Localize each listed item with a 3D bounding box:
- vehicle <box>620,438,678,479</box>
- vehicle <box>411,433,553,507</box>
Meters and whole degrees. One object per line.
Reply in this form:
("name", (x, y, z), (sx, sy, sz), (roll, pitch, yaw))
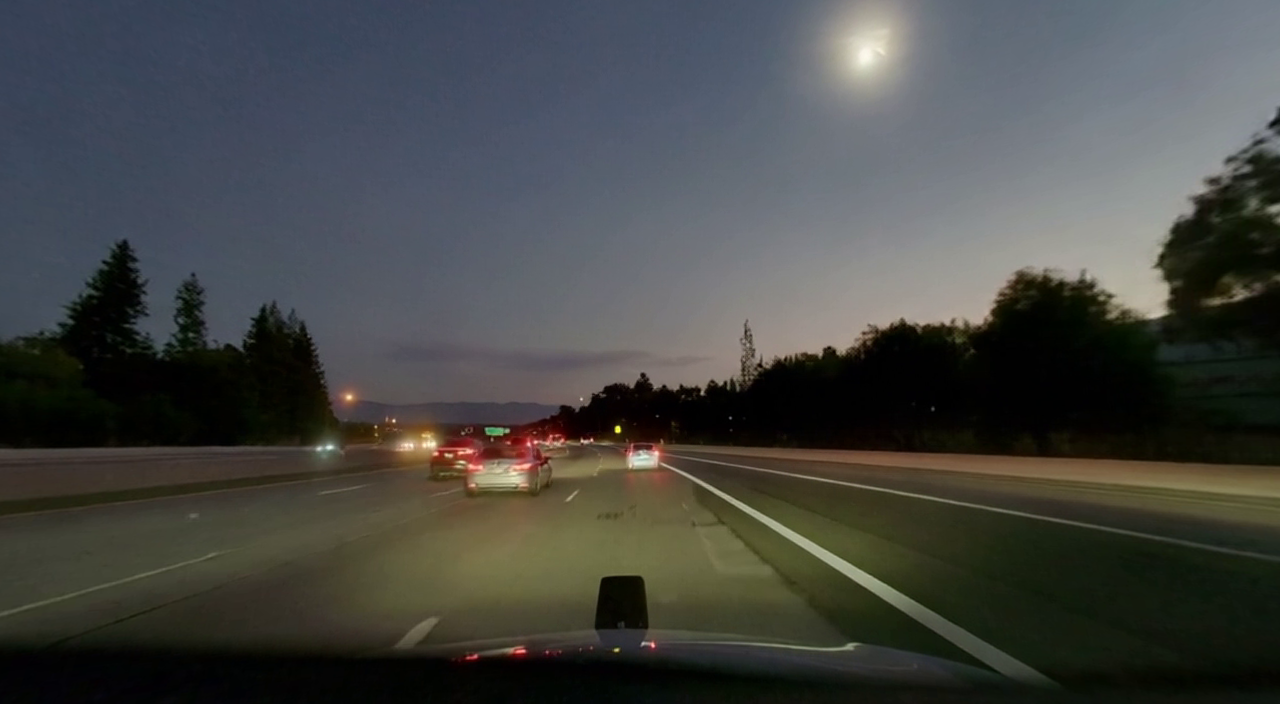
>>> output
("vehicle", (0.255, 4.053, 24.235), (2.051, 1.444, 3.927), (0, -9, -2))
("vehicle", (-3.620, 2.835, 15.635), (2.246, 1.519, 4.980), (0, -9, 0))
